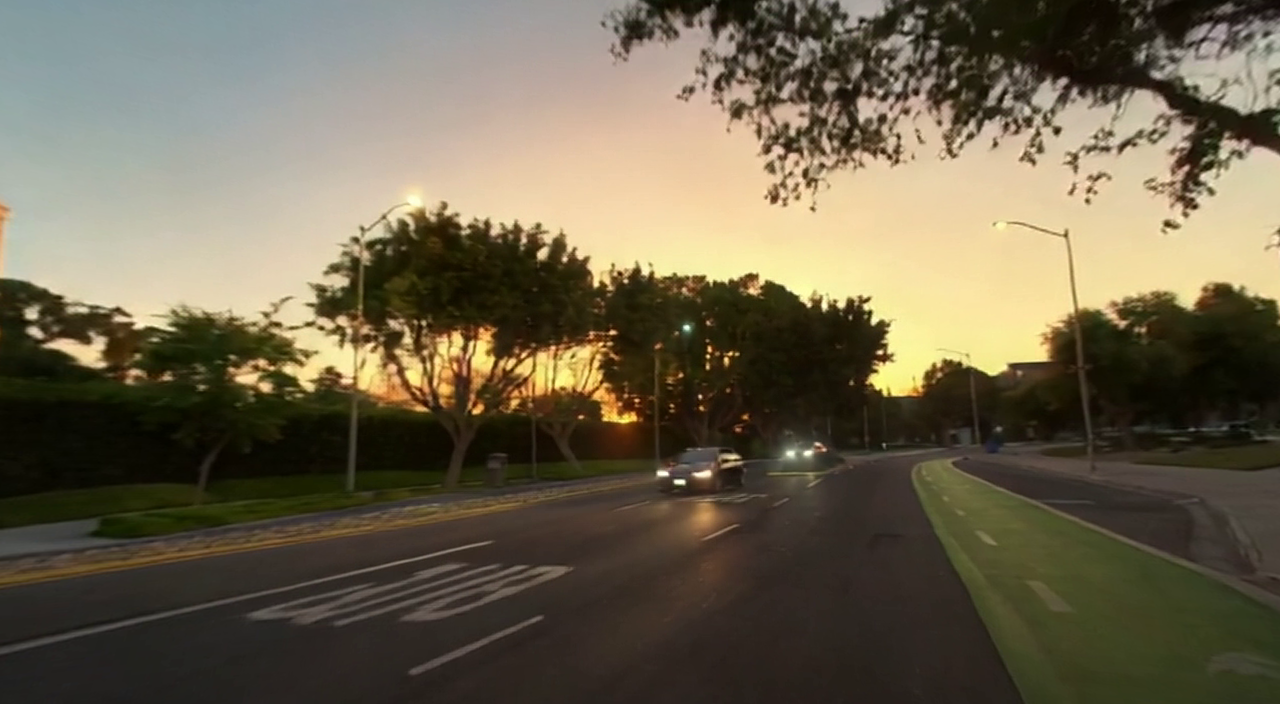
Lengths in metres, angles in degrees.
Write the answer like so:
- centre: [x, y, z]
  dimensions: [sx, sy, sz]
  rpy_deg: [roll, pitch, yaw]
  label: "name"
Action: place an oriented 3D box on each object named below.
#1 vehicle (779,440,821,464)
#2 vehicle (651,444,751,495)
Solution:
- centre: [12.478, 7.767, 49.100]
  dimensions: [2.065, 1.744, 4.566]
  rpy_deg: [-5, -10, 27]
  label: "vehicle"
- centre: [2.128, 3.760, 20.716]
  dimensions: [2.071, 1.456, 4.663]
  rpy_deg: [-3, -9, 21]
  label: "vehicle"
